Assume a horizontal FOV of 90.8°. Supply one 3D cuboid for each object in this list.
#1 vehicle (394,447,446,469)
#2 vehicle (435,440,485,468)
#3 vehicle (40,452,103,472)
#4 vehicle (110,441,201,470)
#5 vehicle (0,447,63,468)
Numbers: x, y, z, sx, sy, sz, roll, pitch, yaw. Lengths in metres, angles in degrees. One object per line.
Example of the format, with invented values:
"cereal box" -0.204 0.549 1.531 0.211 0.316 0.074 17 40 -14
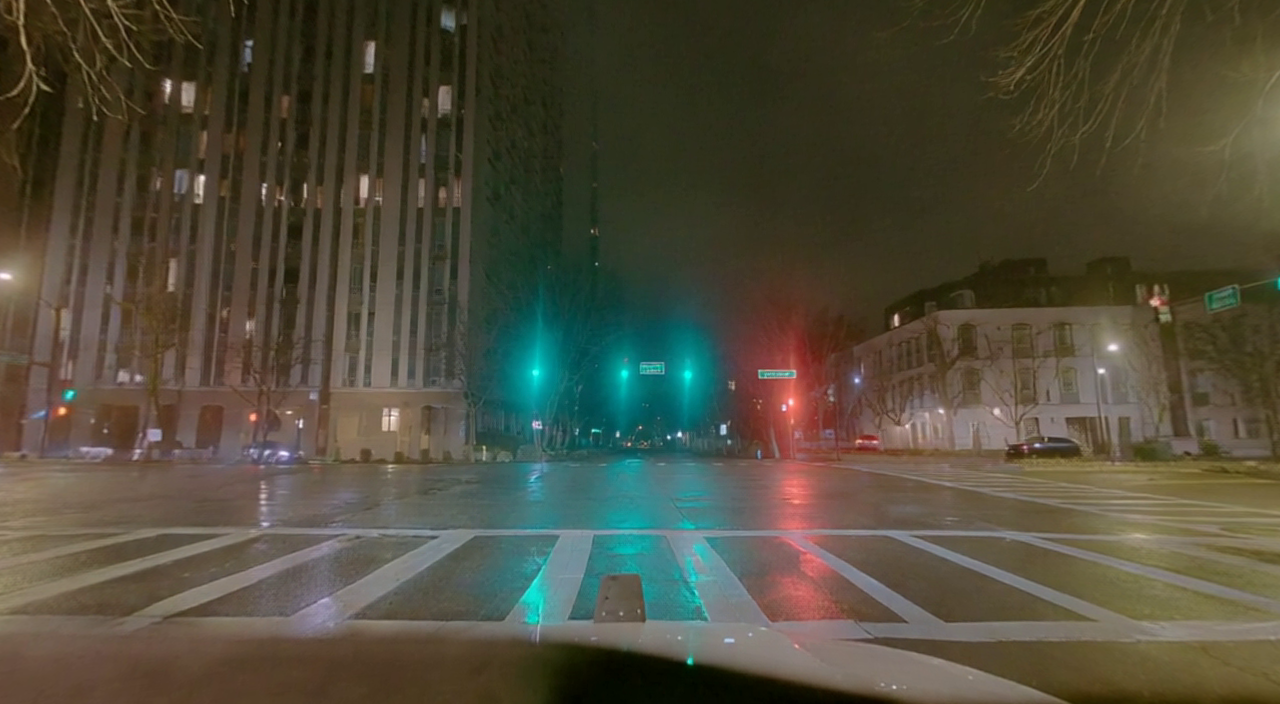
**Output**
"vehicle" -15.515 7.446 44.788 2.056 1.450 4.343 0 -8 0
"vehicle" -11.966 6.802 42.314 2.080 1.763 4.341 0 -8 0
"vehicle" -41.590 8.029 46.290 1.552 1.339 3.340 -2 -9 -1
"vehicle" -34.916 7.420 45.735 2.204 1.955 5.518 0 -8 0
"vehicle" -45.268 7.760 46.591 1.858 1.467 3.624 0 -8 0
